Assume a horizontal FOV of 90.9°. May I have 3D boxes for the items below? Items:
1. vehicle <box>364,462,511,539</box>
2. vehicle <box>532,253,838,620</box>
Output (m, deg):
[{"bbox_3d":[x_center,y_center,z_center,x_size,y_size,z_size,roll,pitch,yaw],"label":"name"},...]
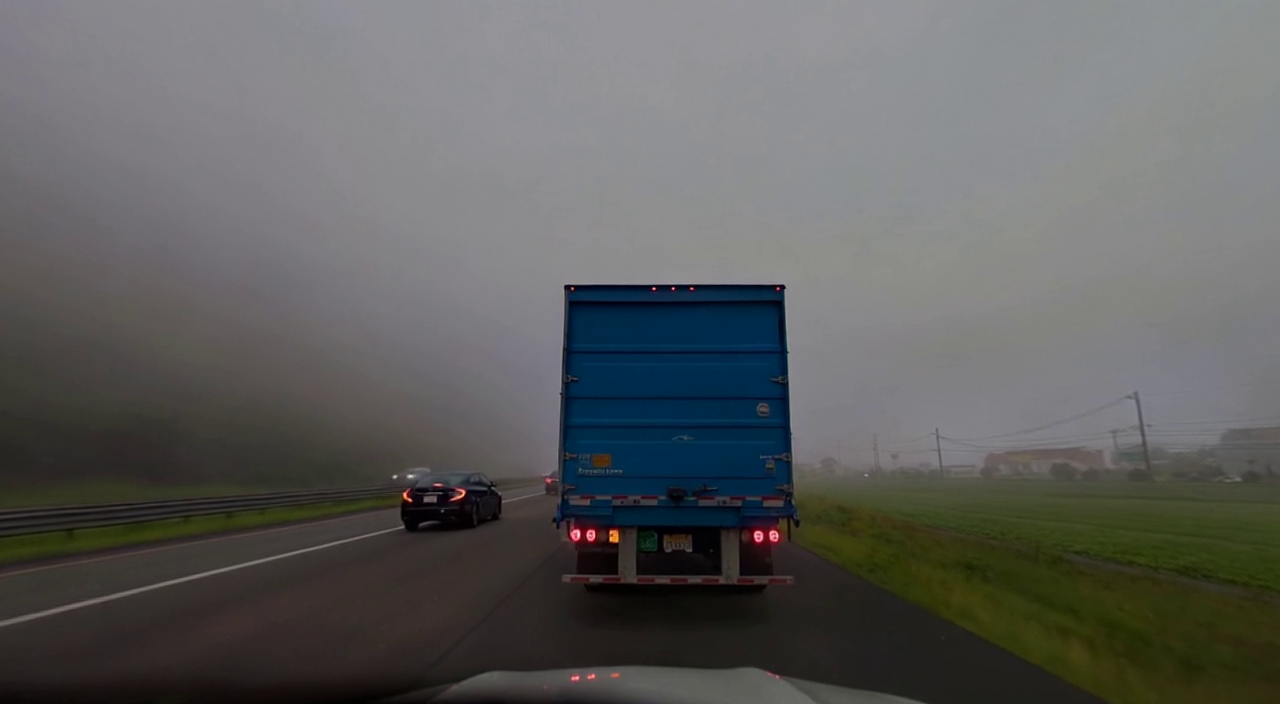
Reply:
[{"bbox_3d":[-4.444,3.342,14.644,1.891,1.469,4.431,1,-11,0],"label":"vehicle"},{"bbox_3d":[0.607,1.525,10.430,2.831,3.529,8.689,0,-11,3],"label":"vehicle"}]
